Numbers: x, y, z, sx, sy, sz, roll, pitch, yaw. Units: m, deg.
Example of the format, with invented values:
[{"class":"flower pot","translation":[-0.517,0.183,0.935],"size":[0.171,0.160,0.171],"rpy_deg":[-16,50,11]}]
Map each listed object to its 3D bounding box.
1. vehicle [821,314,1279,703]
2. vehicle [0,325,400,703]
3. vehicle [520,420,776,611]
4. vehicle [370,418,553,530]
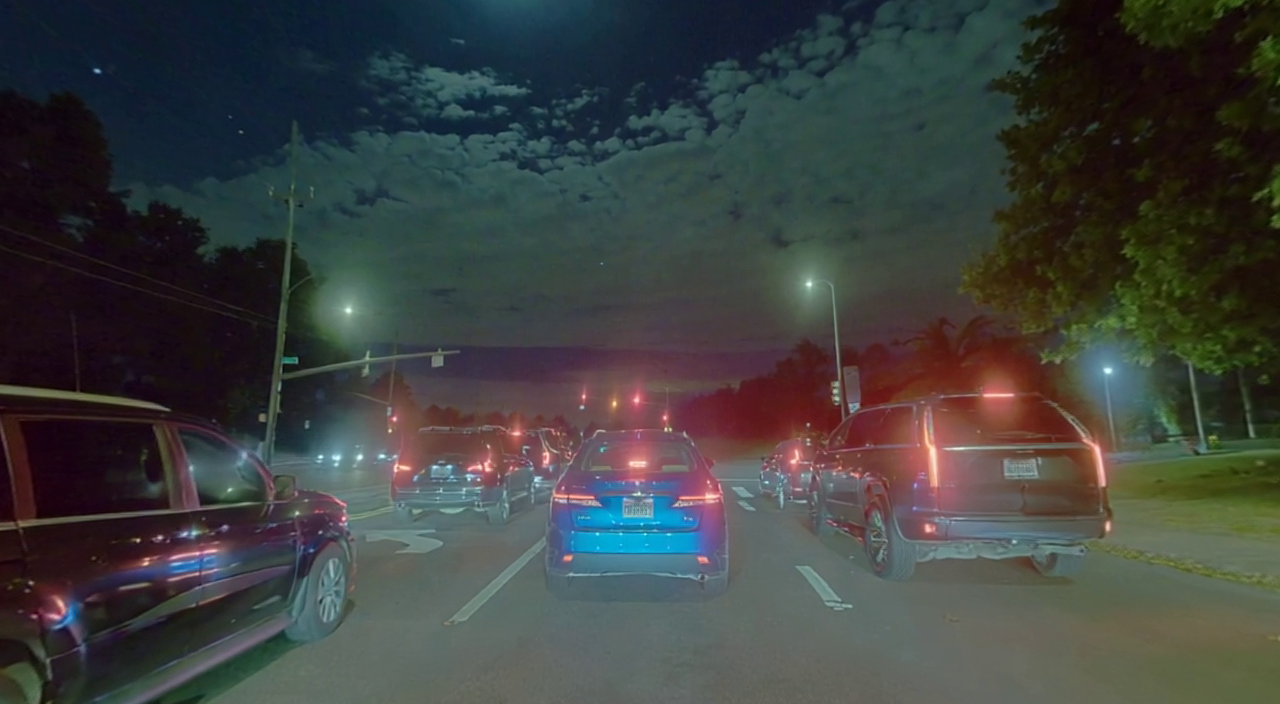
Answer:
[{"class":"vehicle","translation":[3.215,1.105,4.730],"size":[2.141,1.833,4.704],"rpy_deg":[0,-8,-2]},{"class":"vehicle","translation":[-3.126,0.954,3.298],"size":[1.982,1.721,4.261],"rpy_deg":[0,-8,1]},{"class":"vehicle","translation":[0.028,1.591,7.033],"size":[2.021,1.490,3.948],"rpy_deg":[0,-8,-1]},{"class":"vehicle","translation":[-3.189,2.304,12.452],"size":[2.117,1.772,4.619],"rpy_deg":[0,-8,2]}]
